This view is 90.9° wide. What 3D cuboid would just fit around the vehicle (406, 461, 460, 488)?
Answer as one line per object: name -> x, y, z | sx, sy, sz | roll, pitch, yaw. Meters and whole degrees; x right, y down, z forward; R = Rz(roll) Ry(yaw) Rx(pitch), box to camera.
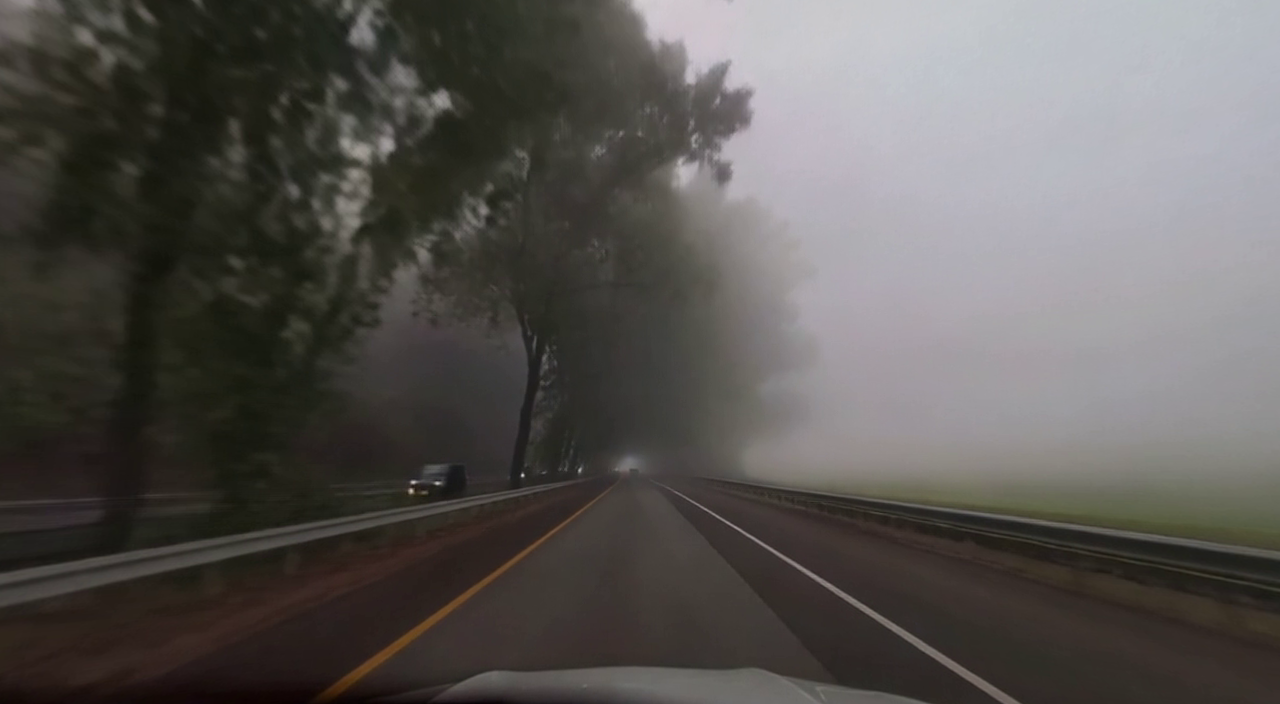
vehicle -> -12.794, 7.618, 39.176 | 1.897, 1.530, 4.027 | 1, -10, 0
